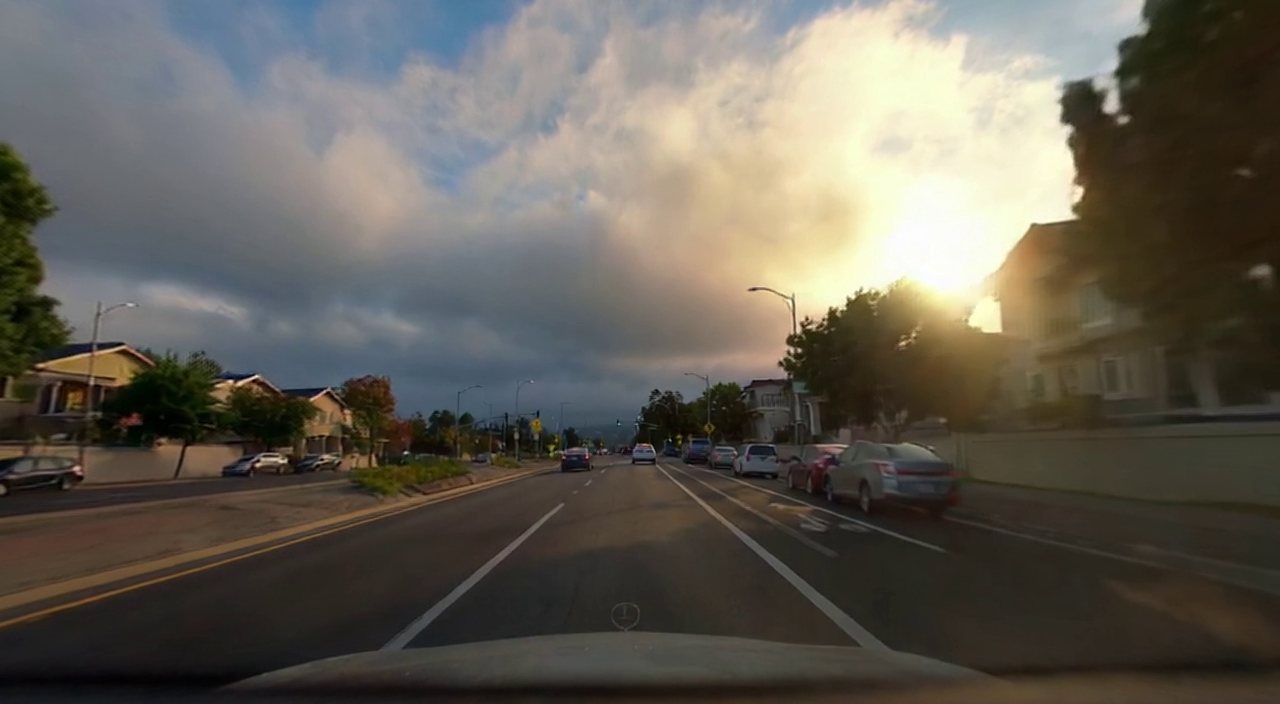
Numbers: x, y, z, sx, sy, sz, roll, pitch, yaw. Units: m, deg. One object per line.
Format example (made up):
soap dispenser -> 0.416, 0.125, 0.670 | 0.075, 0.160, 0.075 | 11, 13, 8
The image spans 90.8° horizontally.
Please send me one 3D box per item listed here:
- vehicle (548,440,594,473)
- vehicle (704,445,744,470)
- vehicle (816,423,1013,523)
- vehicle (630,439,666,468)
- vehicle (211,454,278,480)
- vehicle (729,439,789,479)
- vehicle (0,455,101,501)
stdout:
vehicle -> -3.995, 6.124, 37.276 | 2.233, 1.775, 4.491 | 0, -9, 0
vehicle -> 5.479, 6.942, 41.708 | 1.910, 1.520, 4.375 | 0, -9, -2
vehicle -> 5.726, 2.589, 14.067 | 2.154, 1.824, 4.782 | 0, -9, -1
vehicle -> 0.482, 6.876, 42.843 | 2.273, 1.851, 5.075 | 0, -9, -1
vehicle -> -26.113, 7.558, 41.869 | 1.855, 1.552, 4.092 | 0, -9, -1
vehicle -> 5.601, 5.100, 30.338 | 2.020, 1.762, 4.559 | 0, -9, 1
vehicle -> -25.860, 5.262, 26.616 | 2.018, 1.721, 4.735 | -1, -9, 2
